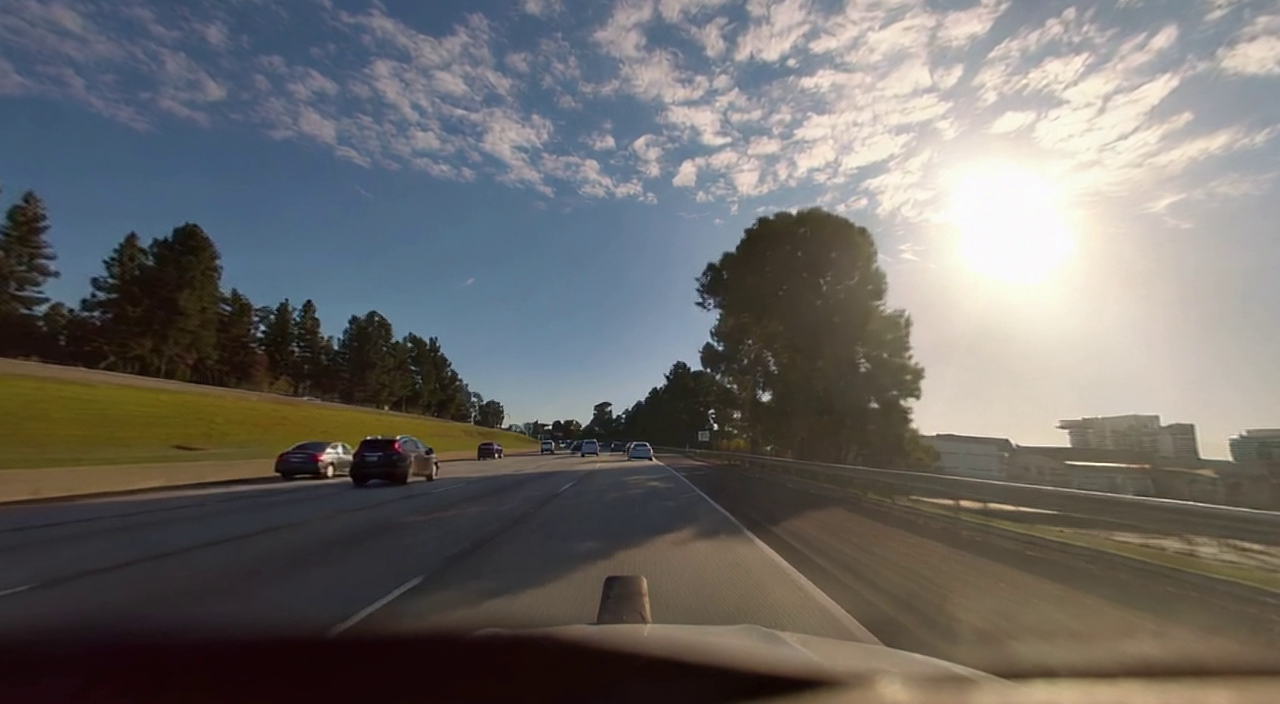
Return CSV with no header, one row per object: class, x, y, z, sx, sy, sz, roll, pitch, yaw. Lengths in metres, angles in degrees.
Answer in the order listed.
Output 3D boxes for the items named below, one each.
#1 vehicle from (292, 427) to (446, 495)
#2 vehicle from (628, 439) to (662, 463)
vehicle,-7.623,3.113,18.379,2.238,1.712,5.000,0,-8,0
vehicle,0.261,6.521,41.355,2.060,1.465,3.974,0,-8,-2
